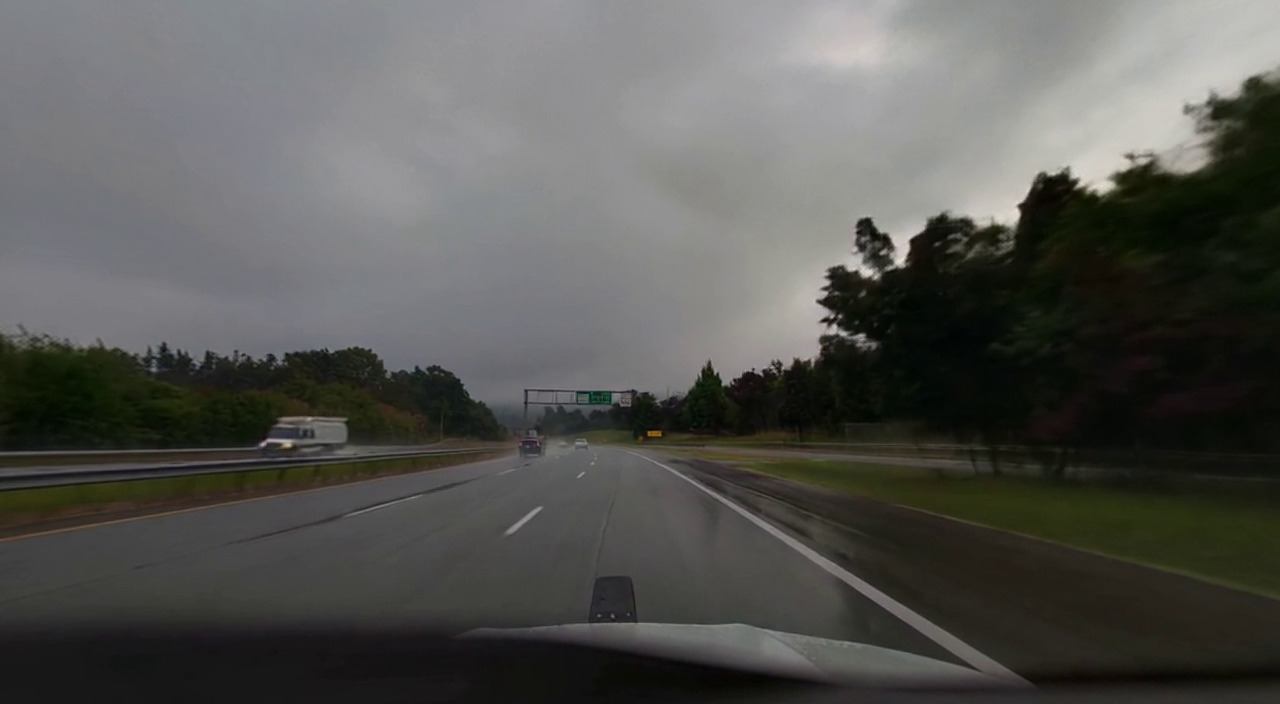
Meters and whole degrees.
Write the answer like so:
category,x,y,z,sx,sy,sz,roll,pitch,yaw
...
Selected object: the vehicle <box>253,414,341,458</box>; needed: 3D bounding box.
category,x,y,z,sx,sy,sz,roll,pitch,yaw
vehicle,-25.111,6.257,46.594,2.551,2.904,7.387,0,-8,-2
